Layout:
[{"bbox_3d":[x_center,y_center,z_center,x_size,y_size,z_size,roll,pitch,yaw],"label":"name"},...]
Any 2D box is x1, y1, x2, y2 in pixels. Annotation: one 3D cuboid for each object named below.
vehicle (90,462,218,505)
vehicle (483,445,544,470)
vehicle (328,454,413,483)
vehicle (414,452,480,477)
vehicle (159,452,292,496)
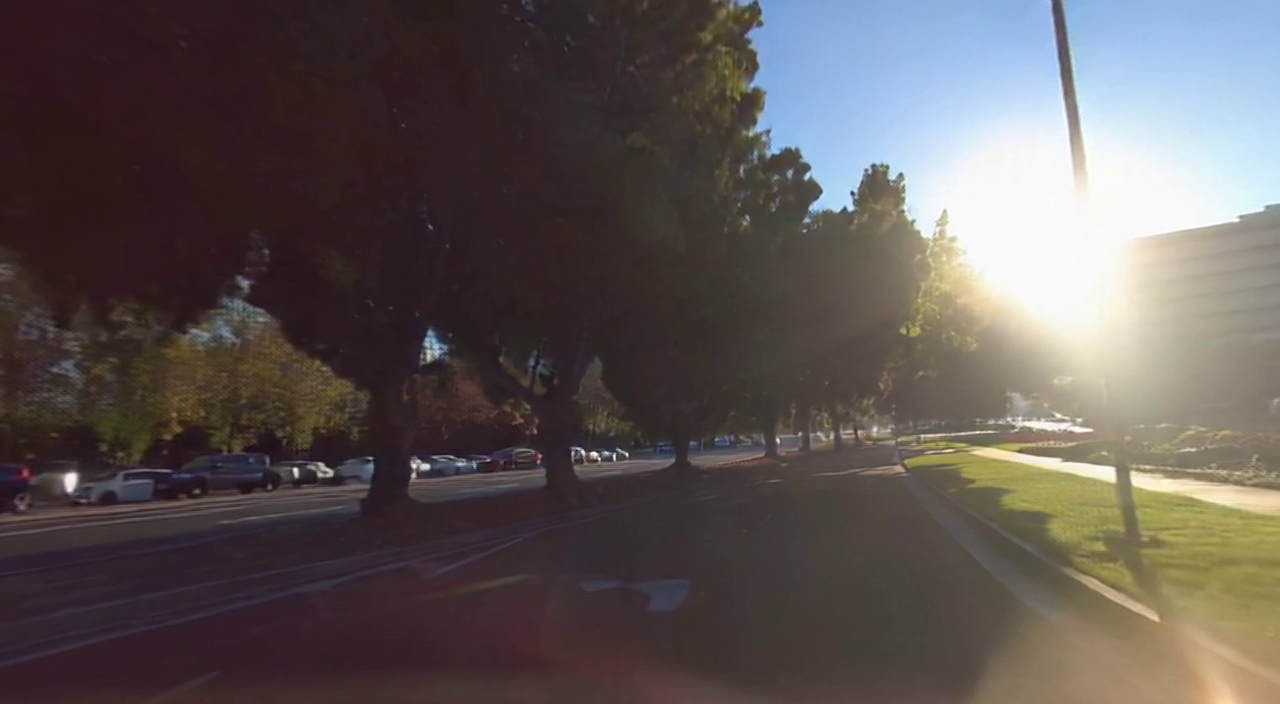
[{"bbox_3d":[-24.632,6.624,32.164,2.123,1.897,4.580,-4,-9,21],"label":"vehicle"},{"bbox_3d":[-9.840,8.339,49.510,1.967,1.683,5.223,-10,-13,22],"label":"vehicle"},{"bbox_3d":[-15.368,6.651,36.192,1.832,1.473,4.377,-4,-9,23],"label":"vehicle"},{"bbox_3d":[-12.934,7.527,42.383,1.851,1.450,4.396,-10,-12,21],"label":"vehicle"},{"bbox_3d":[-18.772,5.509,28.811,1.969,1.758,4.662,-4,-9,22],"label":"vehicle"}]
